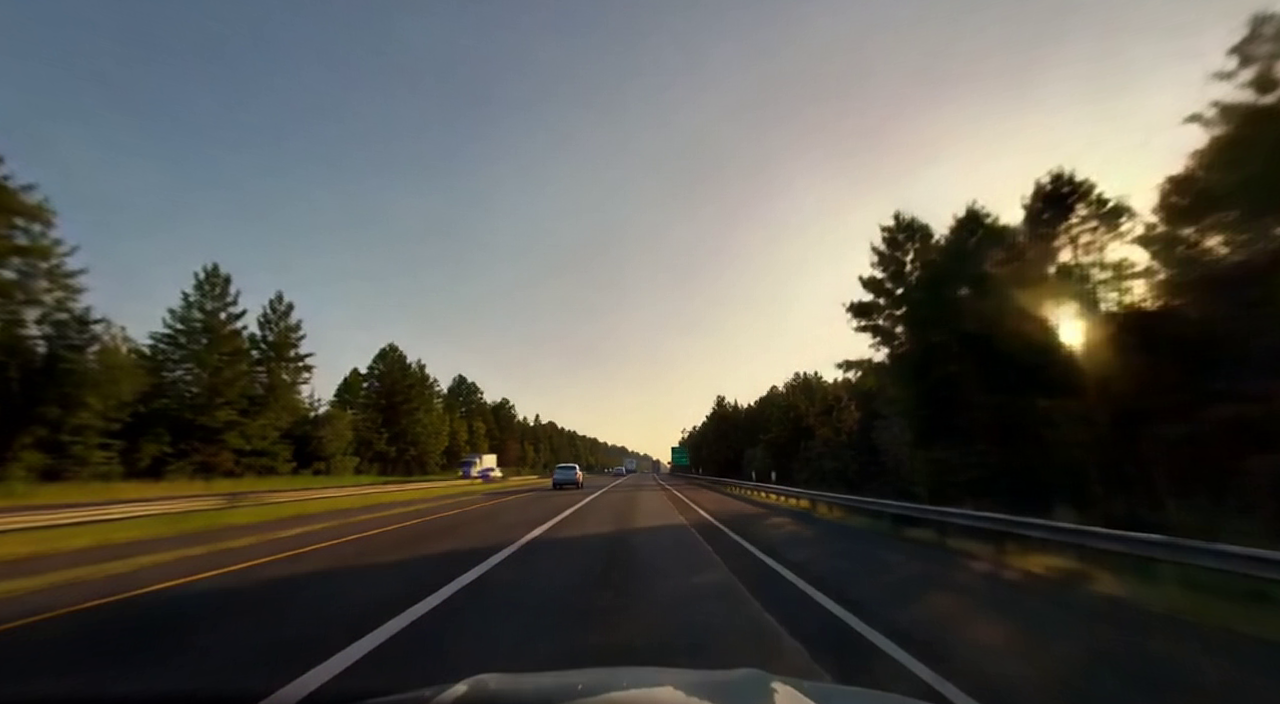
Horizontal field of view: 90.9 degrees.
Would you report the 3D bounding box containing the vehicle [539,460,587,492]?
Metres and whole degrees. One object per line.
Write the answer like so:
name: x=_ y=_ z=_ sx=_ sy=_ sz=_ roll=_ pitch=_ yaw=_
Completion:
vehicle: x=-4.238 y=6.890 z=35.160 sx=2.180 sy=1.618 sz=4.219 roll=1 pitch=-10 yaw=-1
